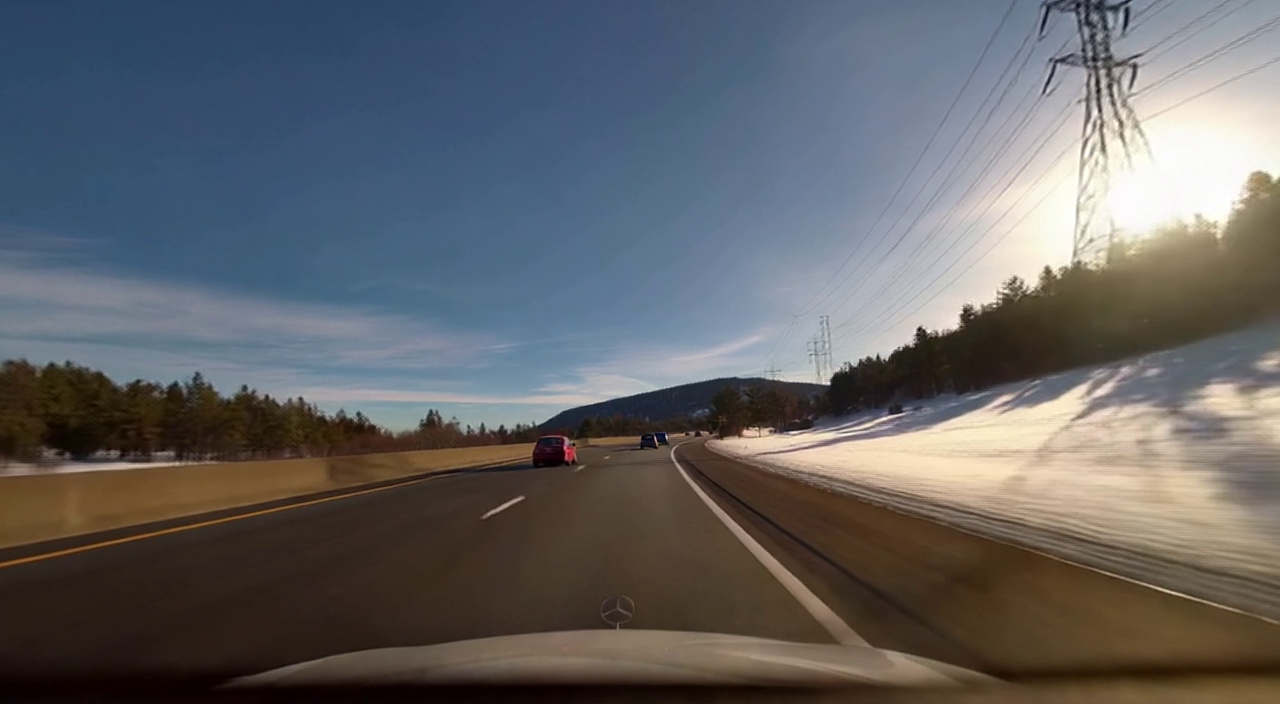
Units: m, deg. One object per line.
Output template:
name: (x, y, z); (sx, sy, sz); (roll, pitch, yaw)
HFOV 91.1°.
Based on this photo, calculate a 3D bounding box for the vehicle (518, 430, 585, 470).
vehicle: (-3.551, 4.002, 26.005); (2.030, 1.522, 4.250); (0, -8, 2)

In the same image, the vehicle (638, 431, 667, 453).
vehicle: (0.971, 6.802, 47.573); (2.077, 1.523, 4.206); (0, -8, 3)

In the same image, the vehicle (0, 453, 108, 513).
vehicle: (-18.519, 3.789, 18.350); (1.912, 1.514, 4.589); (0, -8, 0)
